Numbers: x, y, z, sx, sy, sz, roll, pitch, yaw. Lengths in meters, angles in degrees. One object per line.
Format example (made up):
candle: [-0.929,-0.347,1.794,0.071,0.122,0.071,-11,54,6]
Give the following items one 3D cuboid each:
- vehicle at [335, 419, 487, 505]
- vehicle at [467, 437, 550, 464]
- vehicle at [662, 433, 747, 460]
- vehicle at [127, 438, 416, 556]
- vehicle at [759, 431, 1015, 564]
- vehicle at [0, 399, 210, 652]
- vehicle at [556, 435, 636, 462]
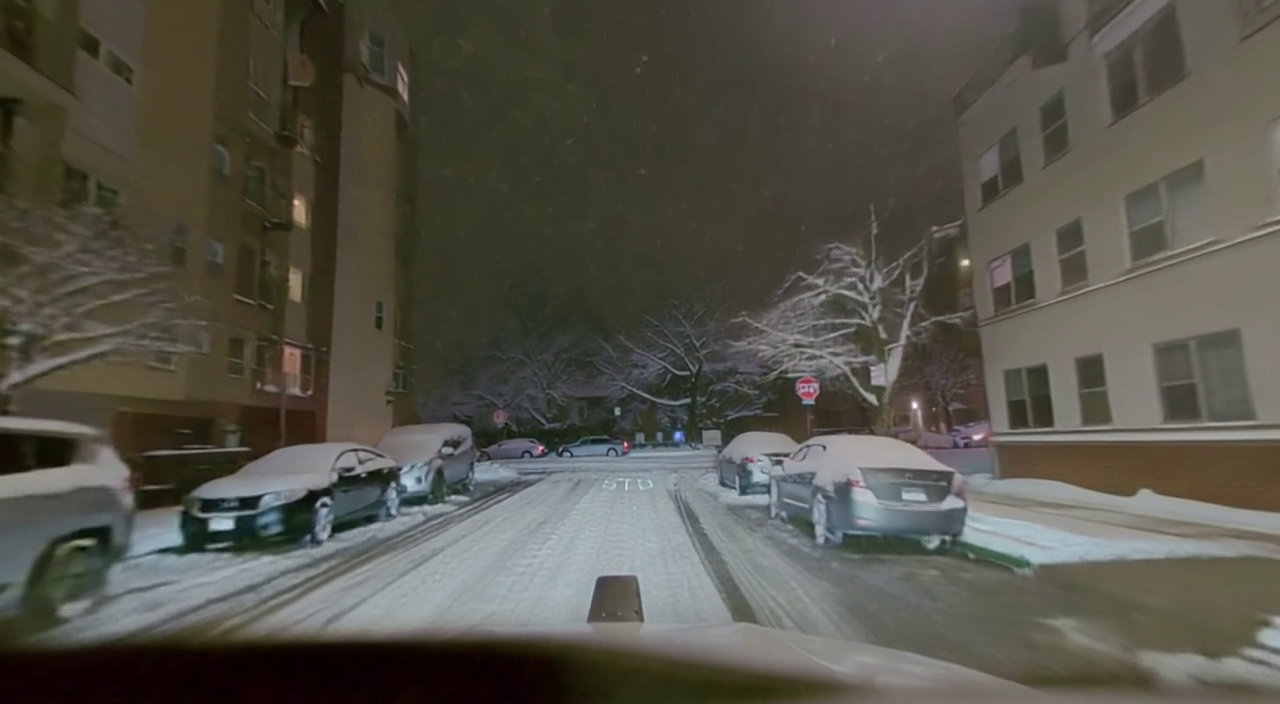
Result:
vehicle: [-5.865,2.895,17.211,2.208,1.903,6.040,1,-8,-4]
vehicle: [-7.443,5.623,36.146,4.423,1.449,1.813,1,-8,-5]
vehicle: [3.670,5.470,36.647,4.681,1.480,1.817,0,-8,-3]
vehicle: [-5.578,2.199,10.472,2.129,1.505,4.510,0,-8,-1]
vehicle: [3.250,1.974,9.442,1.919,1.490,4.339,0,-8,-2]
vehicle: [-5.570,1.208,4.330,2.075,1.774,4.596,0,-8,-2]
vehicle: [-2.525,5.563,36.454,4.489,1.470,1.776,1,-8,-3]
